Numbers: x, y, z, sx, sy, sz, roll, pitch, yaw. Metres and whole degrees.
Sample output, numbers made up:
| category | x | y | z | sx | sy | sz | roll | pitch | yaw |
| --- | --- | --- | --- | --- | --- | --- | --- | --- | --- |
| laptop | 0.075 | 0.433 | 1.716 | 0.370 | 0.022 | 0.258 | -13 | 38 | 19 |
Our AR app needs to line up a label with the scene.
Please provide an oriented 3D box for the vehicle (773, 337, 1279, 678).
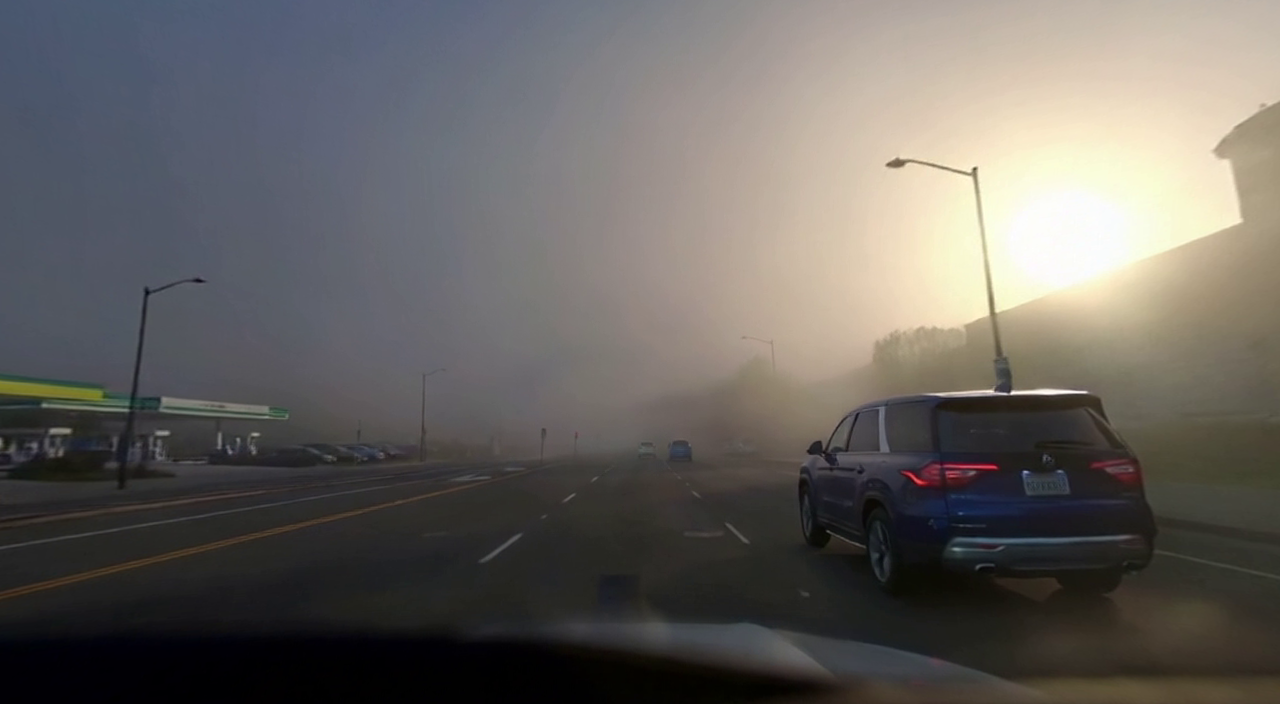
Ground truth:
| category | x | y | z | sx | sy | sz | roll | pitch | yaw |
| --- | --- | --- | --- | --- | --- | --- | --- | --- | --- |
| vehicle | 2.932 | 1.228 | 6.072 | 2.246 | 1.963 | 4.777 | 0 | -8 | 0 |

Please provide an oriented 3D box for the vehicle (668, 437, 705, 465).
| category | x | y | z | sx | sy | sz | roll | pitch | yaw |
| --- | --- | --- | --- | --- | --- | --- | --- | --- | --- |
| vehicle | 3.202 | 6.948 | 44.233 | 2.317 | 1.857 | 5.150 | 0 | -8 | 1 |

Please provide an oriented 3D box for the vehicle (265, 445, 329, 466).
| category | x | y | z | sx | sy | sz | roll | pitch | yaw |
| --- | --- | --- | --- | --- | --- | --- | --- | --- | --- |
| vehicle | -26.157 | 7.890 | 47.909 | 3.765 | 1.559 | 1.915 | 0 | -8 | 2 |

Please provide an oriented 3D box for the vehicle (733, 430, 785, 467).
| category | x | y | z | sx | sy | sz | roll | pitch | yaw |
| --- | --- | --- | --- | --- | --- | --- | --- | --- | --- |
| vehicle | 7.474 | 6.156 | 40.071 | 2.220 | 2.147 | 6.392 | 0 | -8 | 1 |
